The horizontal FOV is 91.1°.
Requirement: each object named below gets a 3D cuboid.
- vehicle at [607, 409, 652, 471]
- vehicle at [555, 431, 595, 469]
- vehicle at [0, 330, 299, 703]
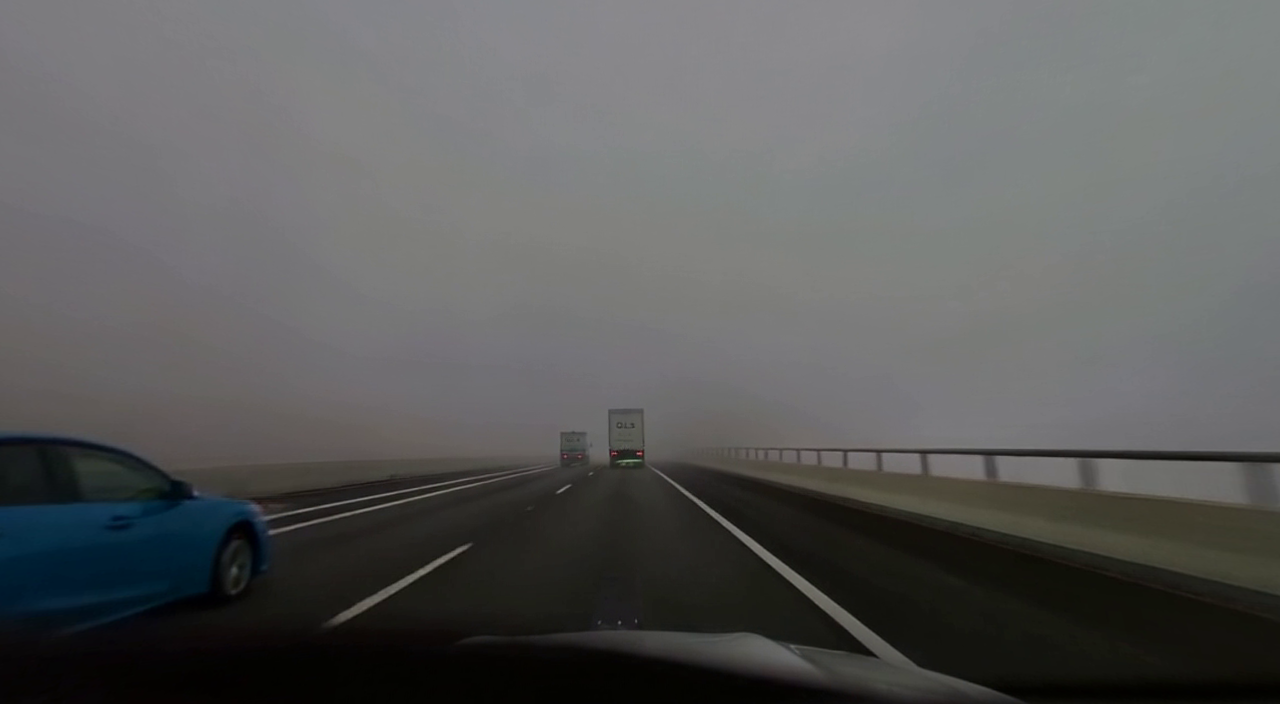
[{"bbox_3d":[-0.844,6.476,45.855,2.923,4.007,9.760,0,-9,-2],"label":"vehicle"},{"bbox_3d":[-4.911,7.550,48.401,2.529,2.697,5.935,0,-9,-1],"label":"vehicle"},{"bbox_3d":[-4.375,0.898,3.361,2.226,1.935,5.130,0,-9,0],"label":"vehicle"}]
